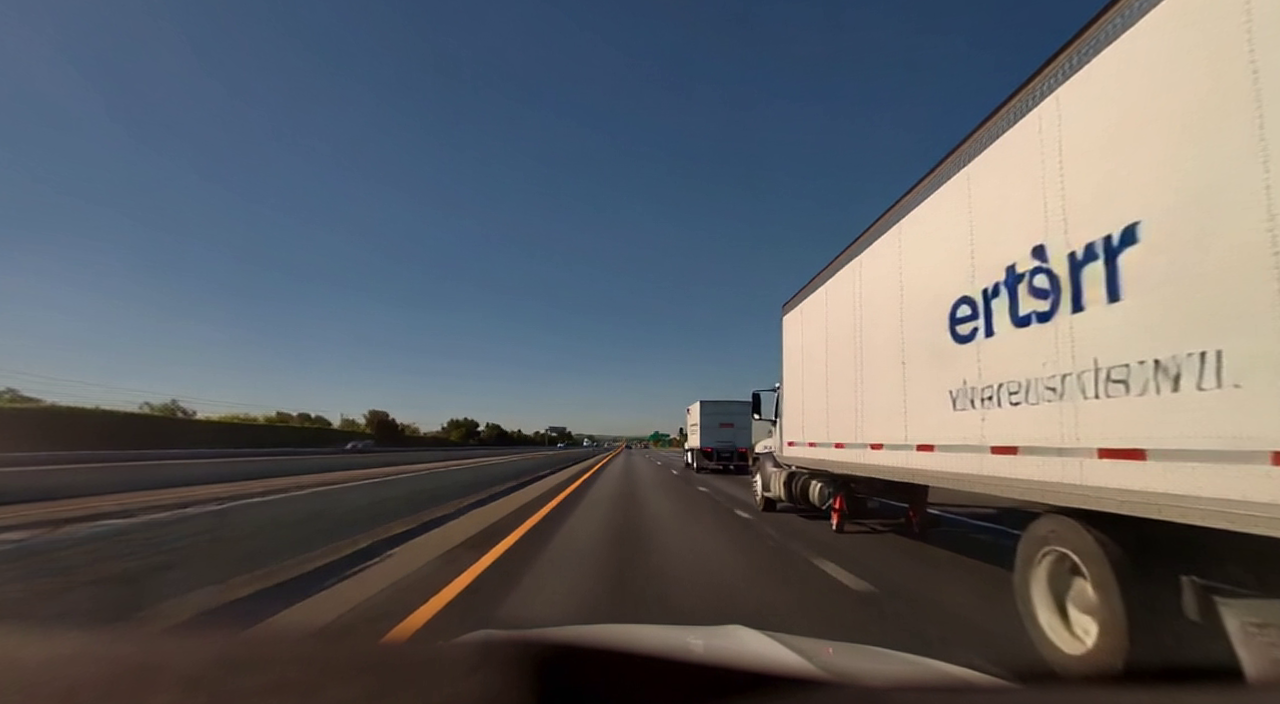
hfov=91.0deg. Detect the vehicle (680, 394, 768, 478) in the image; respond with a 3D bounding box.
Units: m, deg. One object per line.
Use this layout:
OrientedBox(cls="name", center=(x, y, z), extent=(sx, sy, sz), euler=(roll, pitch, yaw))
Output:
OrientedBox(cls="vehicle", center=(3.482, 3.744, 28.018), extent=(2.702, 3.193, 7.196), euler=(0, -8, -1))
